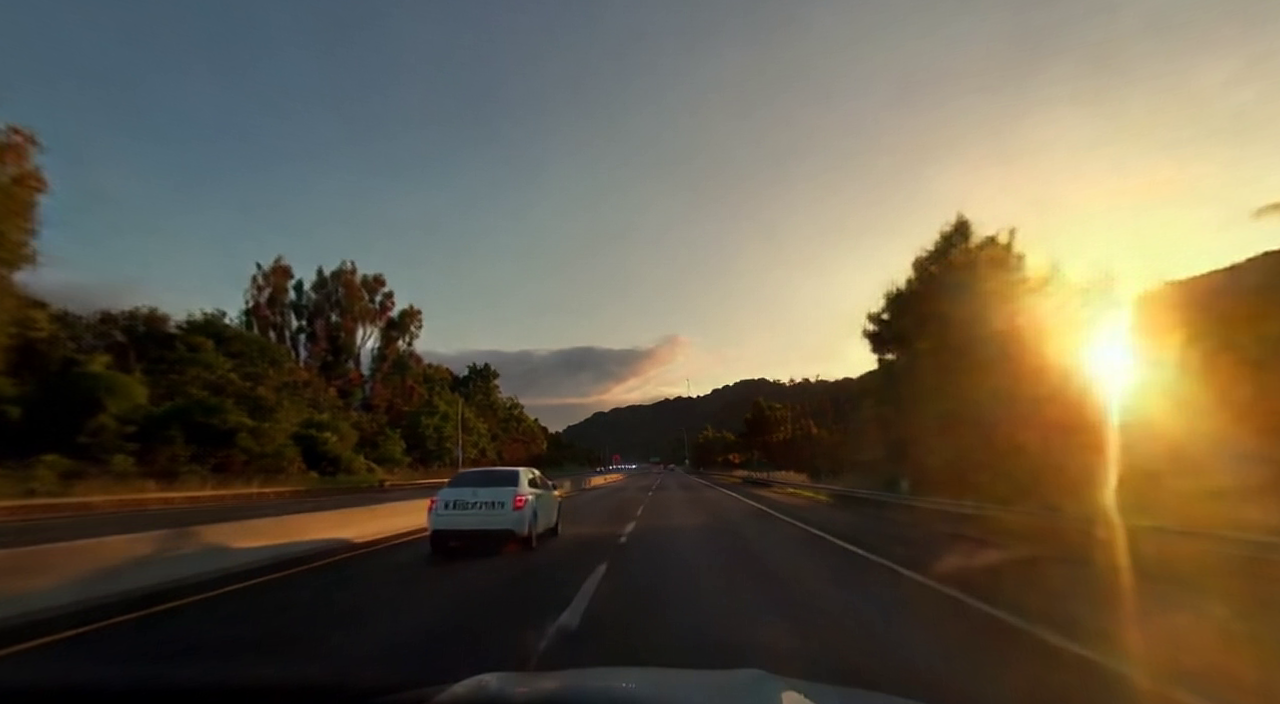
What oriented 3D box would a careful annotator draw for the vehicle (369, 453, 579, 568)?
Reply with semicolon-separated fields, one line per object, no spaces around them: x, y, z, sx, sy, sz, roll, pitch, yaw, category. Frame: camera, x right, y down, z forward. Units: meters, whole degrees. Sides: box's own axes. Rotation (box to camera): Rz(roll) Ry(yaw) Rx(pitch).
-2.510;2.626;11.144;2.135;1.506;5.041;0;-10;2;vehicle
